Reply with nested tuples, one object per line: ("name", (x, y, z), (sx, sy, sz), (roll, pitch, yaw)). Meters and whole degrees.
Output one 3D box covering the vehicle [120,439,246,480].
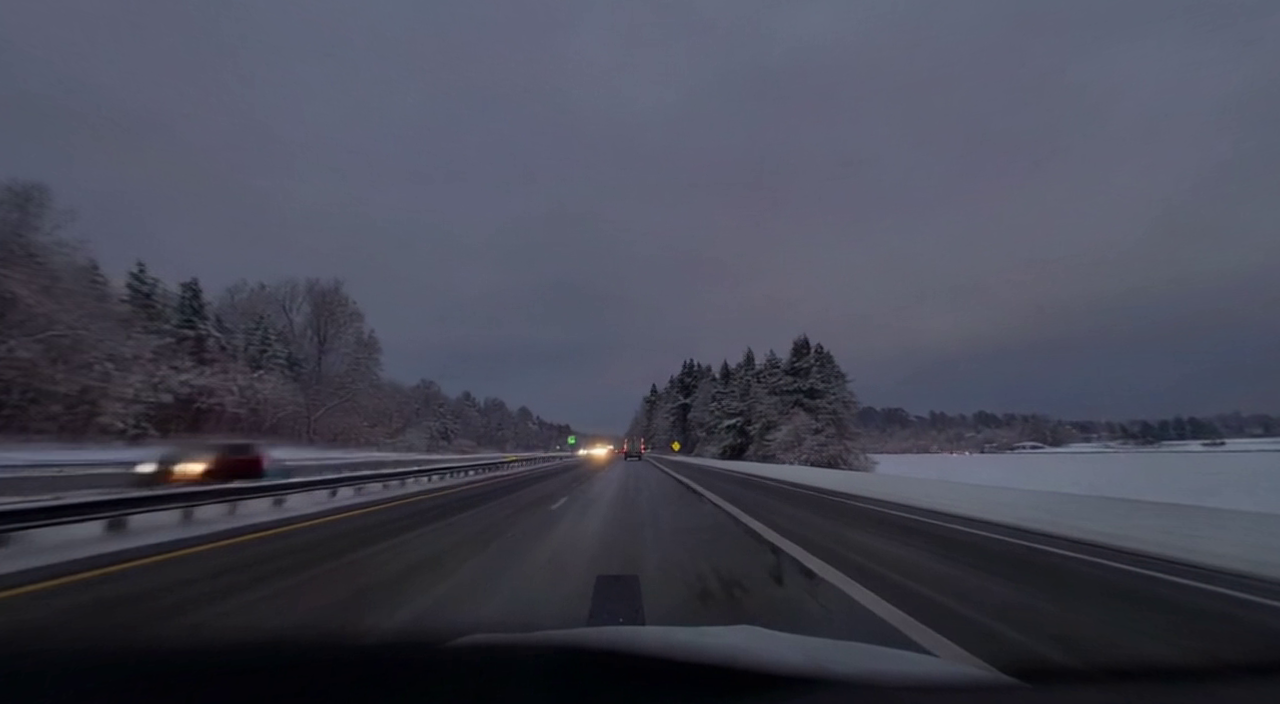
("vehicle", (-19.217, 4.536, 26.840), (1.914, 1.558, 4.671), (0, -9, -1))
